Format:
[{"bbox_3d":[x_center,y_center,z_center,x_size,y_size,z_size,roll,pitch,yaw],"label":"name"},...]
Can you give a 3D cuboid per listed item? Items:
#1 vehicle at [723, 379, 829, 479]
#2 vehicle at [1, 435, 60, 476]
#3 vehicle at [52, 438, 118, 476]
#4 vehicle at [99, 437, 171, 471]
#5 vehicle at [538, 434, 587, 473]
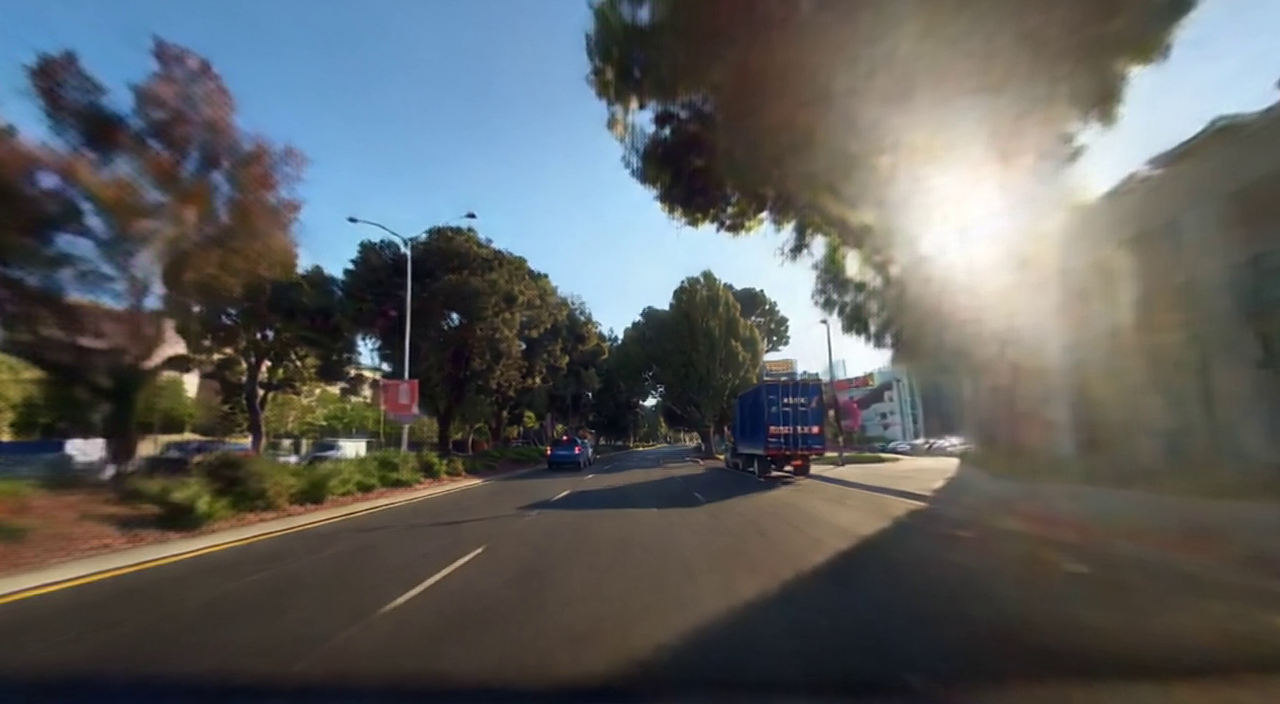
[{"bbox_3d":[6.184,3.843,30.547,2.981,4.106,8.794,0,-9,-1],"label":"vehicle"},{"bbox_3d":[-43.710,7.360,45.261,5.732,2.732,2.438,-8,-12,42],"label":"vehicle"},{"bbox_3d":[-41.071,7.702,46.676,6.575,2.550,2.406,-7,-11,39],"label":"vehicle"},{"bbox_3d":[-38.613,7.731,48.238,6.478,2.425,2.435,-6,-10,36],"label":"vehicle"},{"bbox_3d":[-4.398,5.873,36.793,2.270,2.068,5.865,0,-9,-1],"label":"vehicle"}]
